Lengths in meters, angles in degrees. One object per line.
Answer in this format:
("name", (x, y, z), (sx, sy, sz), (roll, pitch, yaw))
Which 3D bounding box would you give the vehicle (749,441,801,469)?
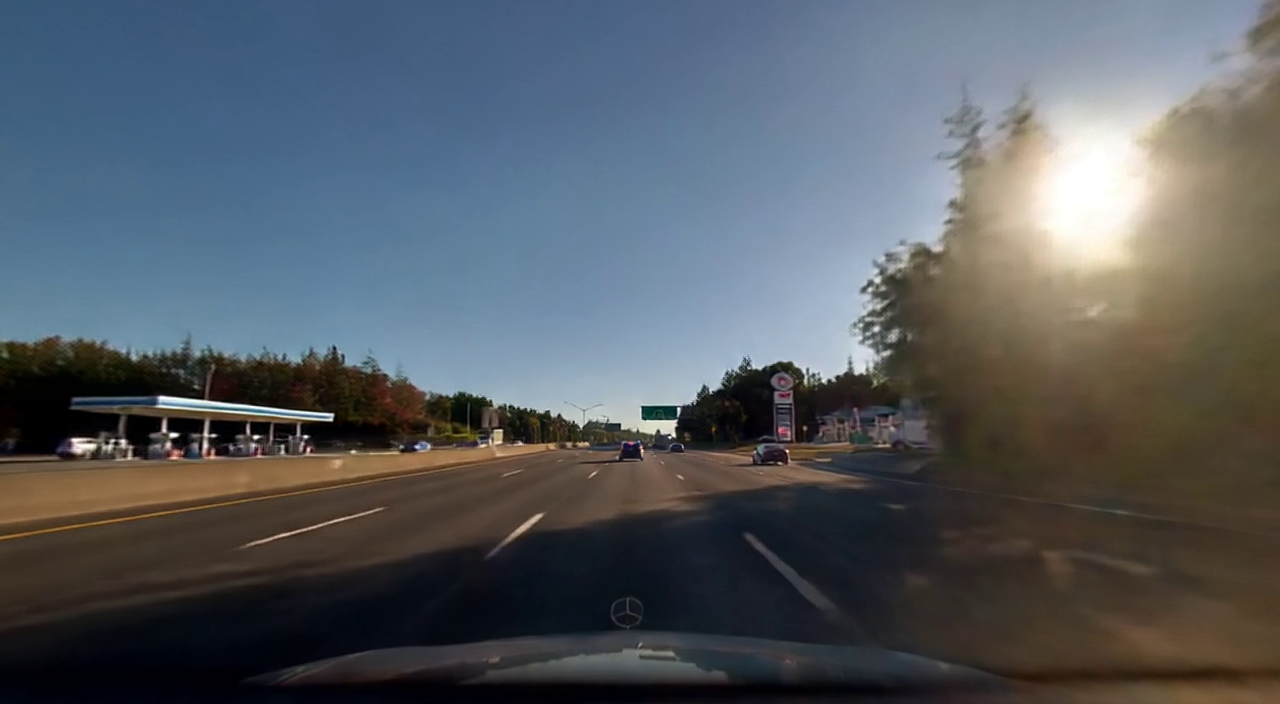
("vehicle", (7.514, 5.740, 35.455), (1.867, 1.463, 4.295), (0, -8, -1))

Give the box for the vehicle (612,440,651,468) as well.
("vehicle", (-0.483, 5.684, 35.323), (1.999, 1.473, 4.351), (0, -8, -1))
